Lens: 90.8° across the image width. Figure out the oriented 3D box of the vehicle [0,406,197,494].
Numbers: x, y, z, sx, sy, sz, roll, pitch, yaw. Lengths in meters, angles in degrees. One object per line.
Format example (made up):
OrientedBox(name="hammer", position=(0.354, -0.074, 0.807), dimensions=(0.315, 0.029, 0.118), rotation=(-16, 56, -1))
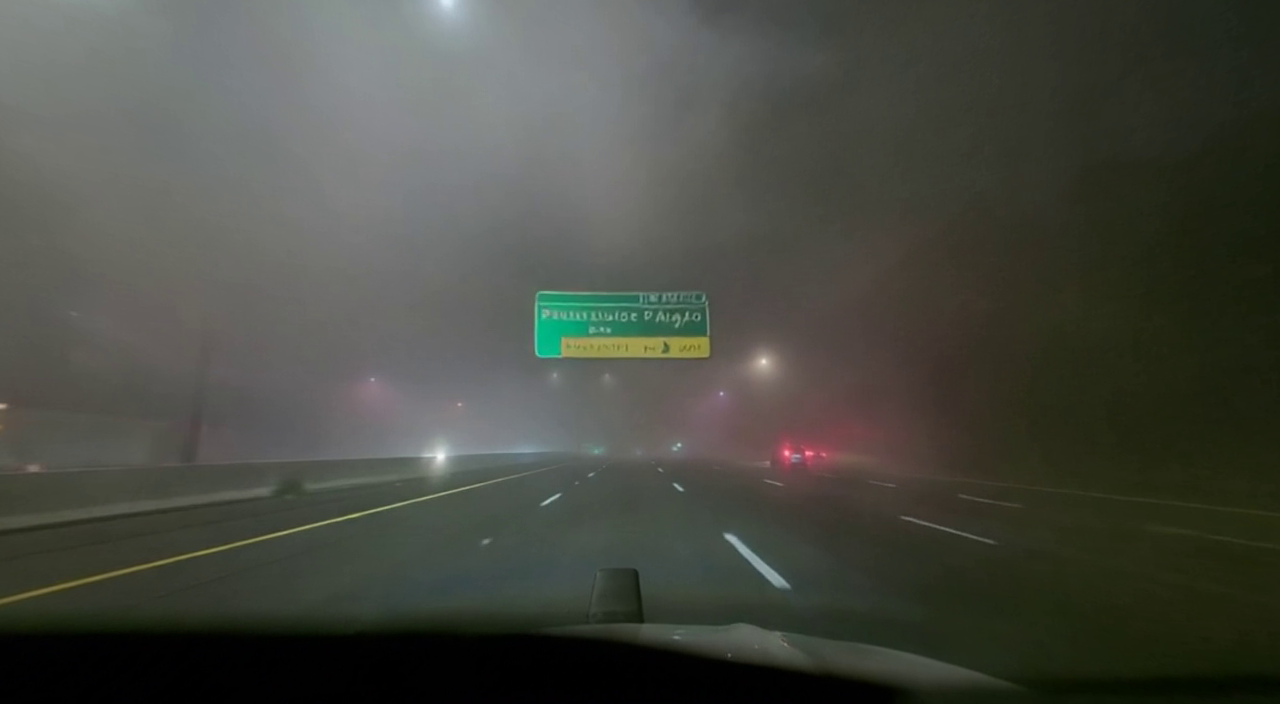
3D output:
OrientedBox(name="vehicle", position=(-30.644, 5.409, 35.018), dimensions=(2.821, 3.960, 12.894), rotation=(0, -9, 0))
